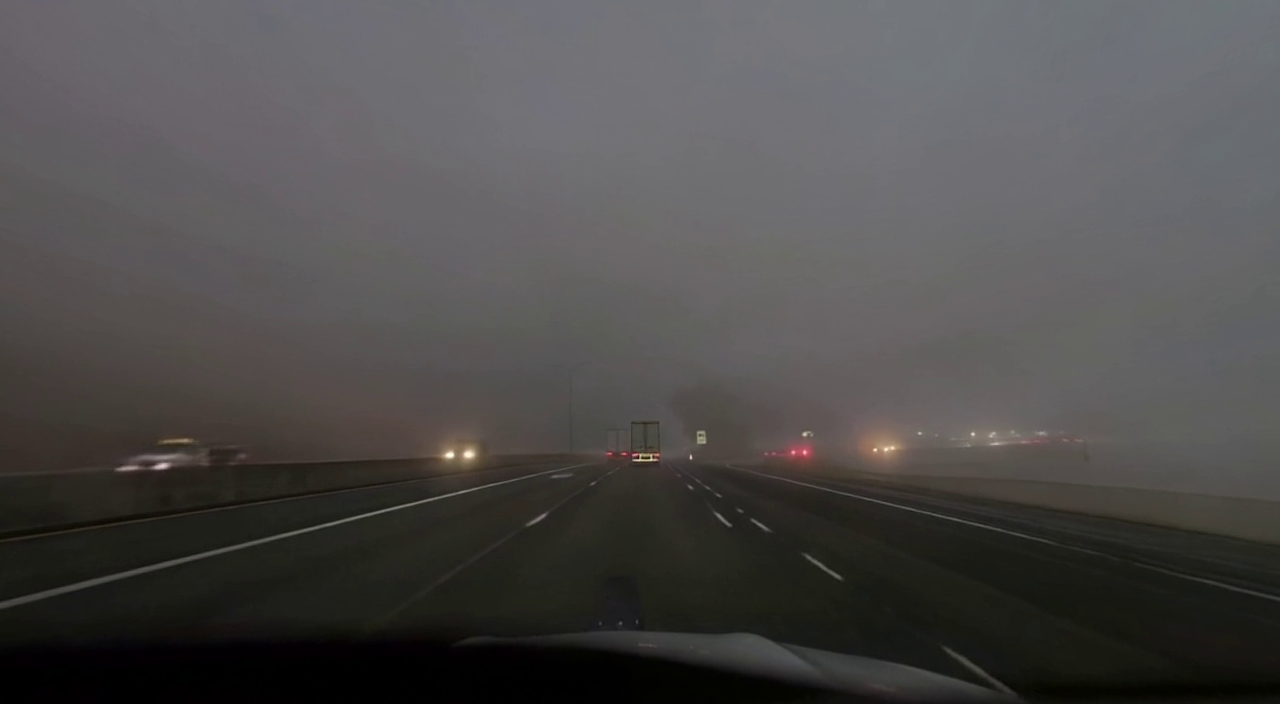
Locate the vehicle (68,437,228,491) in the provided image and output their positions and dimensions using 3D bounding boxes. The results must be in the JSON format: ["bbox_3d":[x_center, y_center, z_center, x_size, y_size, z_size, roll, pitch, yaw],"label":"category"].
[{"bbox_3d":[-22.833,5.232,29.779,2.376,2.238,6.235,-1,-9,1],"label":"vehicle"}]
